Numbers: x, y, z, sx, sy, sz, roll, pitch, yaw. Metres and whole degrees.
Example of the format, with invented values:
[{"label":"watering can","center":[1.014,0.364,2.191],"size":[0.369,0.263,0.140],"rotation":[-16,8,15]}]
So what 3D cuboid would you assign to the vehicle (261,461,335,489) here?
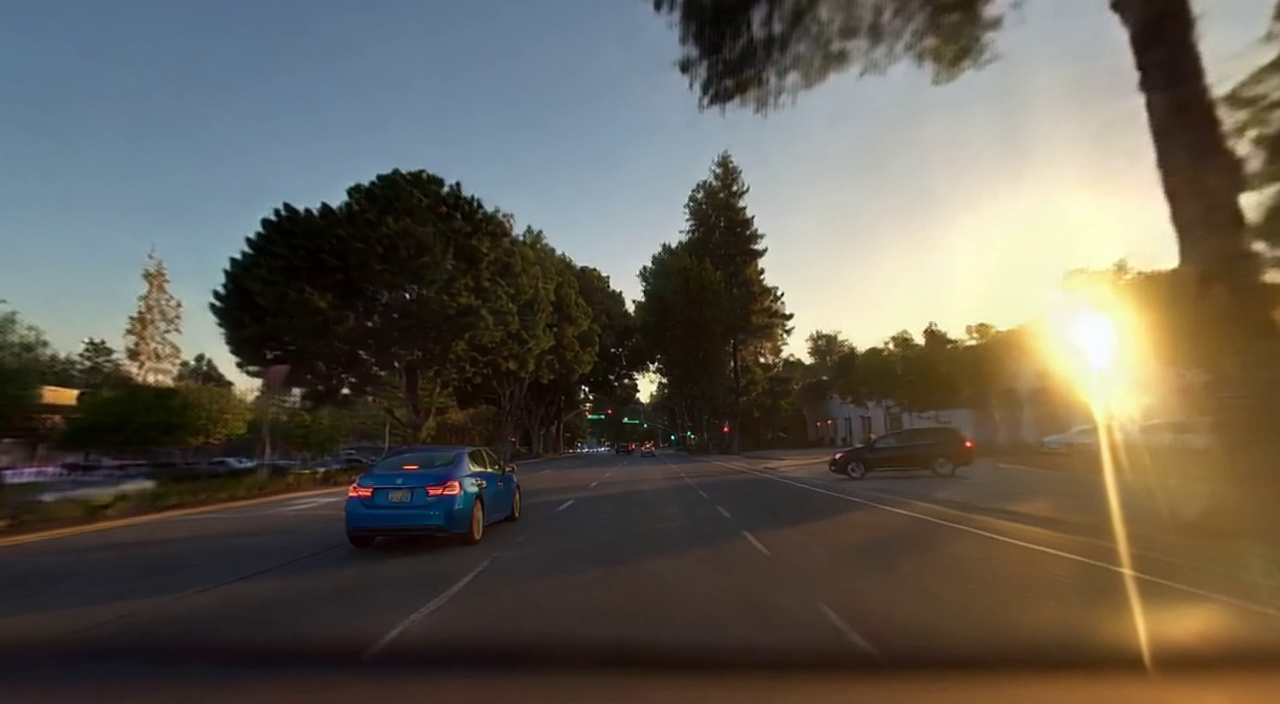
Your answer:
[{"label":"vehicle","center":[-20.168,7.256,37.427],"size":[1.757,1.449,4.416],"rotation":[-1,-9,3]}]

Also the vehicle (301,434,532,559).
[{"label":"vehicle","center":[-3.080,2.079,9.855],"size":[1.924,1.480,4.421],"rotation":[-1,-9,1]}]

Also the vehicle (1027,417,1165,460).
[{"label":"vehicle","center":[17.162,3.333,24.050],"size":[1.966,1.451,4.297],"rotation":[0,-9,-1]}]

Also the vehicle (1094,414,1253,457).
[{"label":"vehicle","center":[19.999,3.217,23.972],"size":[1.857,1.471,4.717],"rotation":[0,-9,-1]}]

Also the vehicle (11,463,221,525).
[{"label":"vehicle","center":[-14.525,3.937,17.936],"size":[1.964,1.376,4.627],"rotation":[-1,-9,0]}]

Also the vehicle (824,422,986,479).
[{"label":"vehicle","center":[8.567,3.256,20.844],"size":[4.511,1.720,2.131],"rotation":[-2,-8,11]}]

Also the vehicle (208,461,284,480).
[{"label":"vehicle","center":[-30.875,9.300,49.436],"size":[4.737,1.375,1.926],"rotation":[-1,-8,3]}]
